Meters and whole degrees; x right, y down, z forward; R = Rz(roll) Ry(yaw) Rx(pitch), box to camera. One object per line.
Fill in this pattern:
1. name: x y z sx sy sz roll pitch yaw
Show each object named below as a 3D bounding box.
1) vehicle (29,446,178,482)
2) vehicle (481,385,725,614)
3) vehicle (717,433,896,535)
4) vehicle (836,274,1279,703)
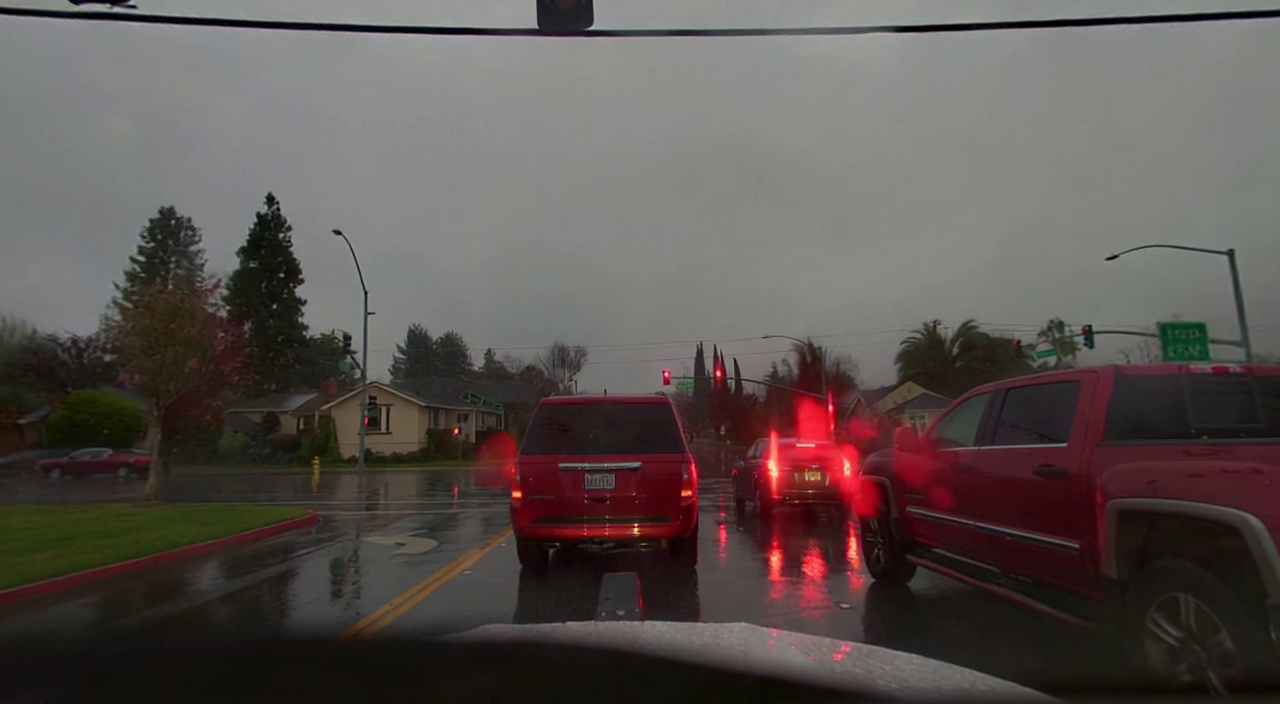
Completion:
1. vehicle: -22.864 4.783 27.089 4.533 1.350 1.714 0 -8 -9
2. vehicle: -0.226 1.403 6.736 1.915 1.780 3.379 -1 -8 2
3. vehicle: 2.725 2.264 11.530 1.952 1.465 4.421 0 -8 -1
4. vehicle: 2.988 0.945 3.858 1.886 1.849 5.070 0 -8 -1
